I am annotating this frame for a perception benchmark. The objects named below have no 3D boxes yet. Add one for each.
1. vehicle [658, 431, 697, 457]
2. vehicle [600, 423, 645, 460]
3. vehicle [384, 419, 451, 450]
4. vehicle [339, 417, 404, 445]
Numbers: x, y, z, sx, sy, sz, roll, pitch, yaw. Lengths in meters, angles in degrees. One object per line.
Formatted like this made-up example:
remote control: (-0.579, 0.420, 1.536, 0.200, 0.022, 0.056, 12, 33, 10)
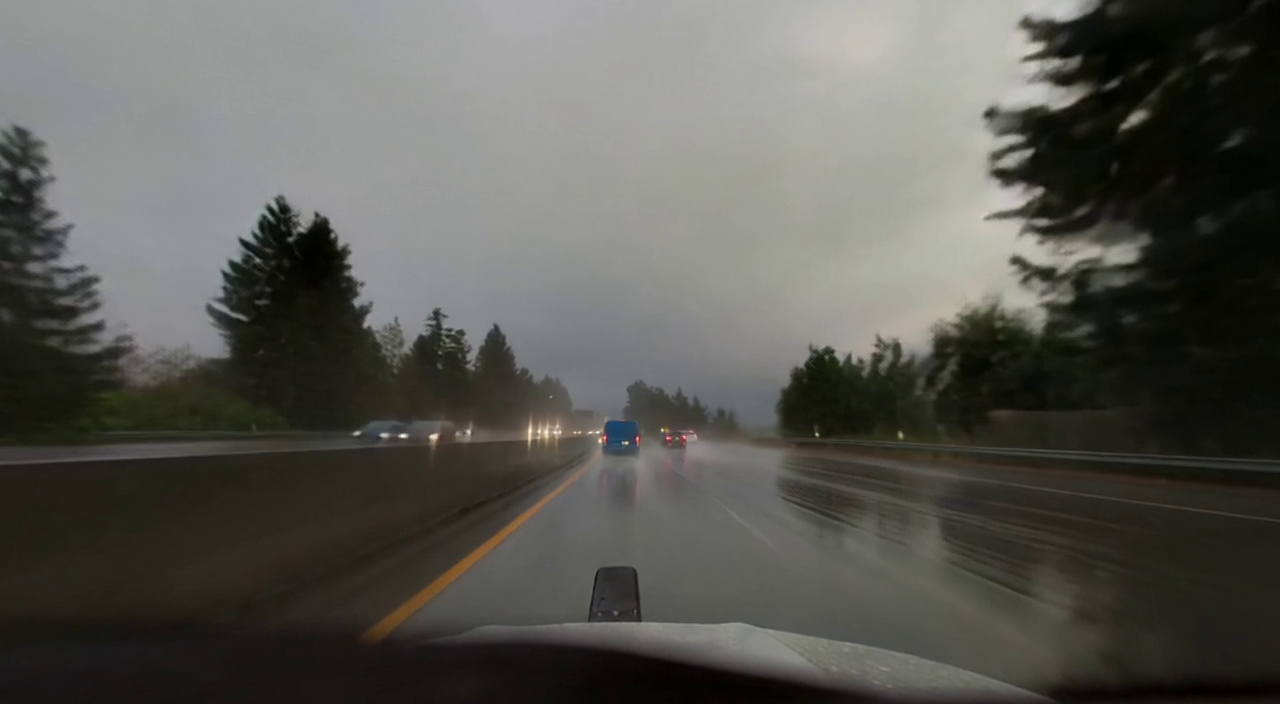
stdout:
vehicle: (2.362, 5.897, 40.610, 1.996, 1.589, 3.715, 0, -8, -4)
vehicle: (-0.993, 5.105, 36.097, 2.403, 1.994, 4.683, 0, -8, -2)
vehicle: (-11.435, 4.295, 32.665, 2.066, 1.473, 3.837, 0, -8, -1)
vehicle: (-15.566, 4.631, 36.754, 1.882, 1.524, 4.382, 0, -8, 0)
